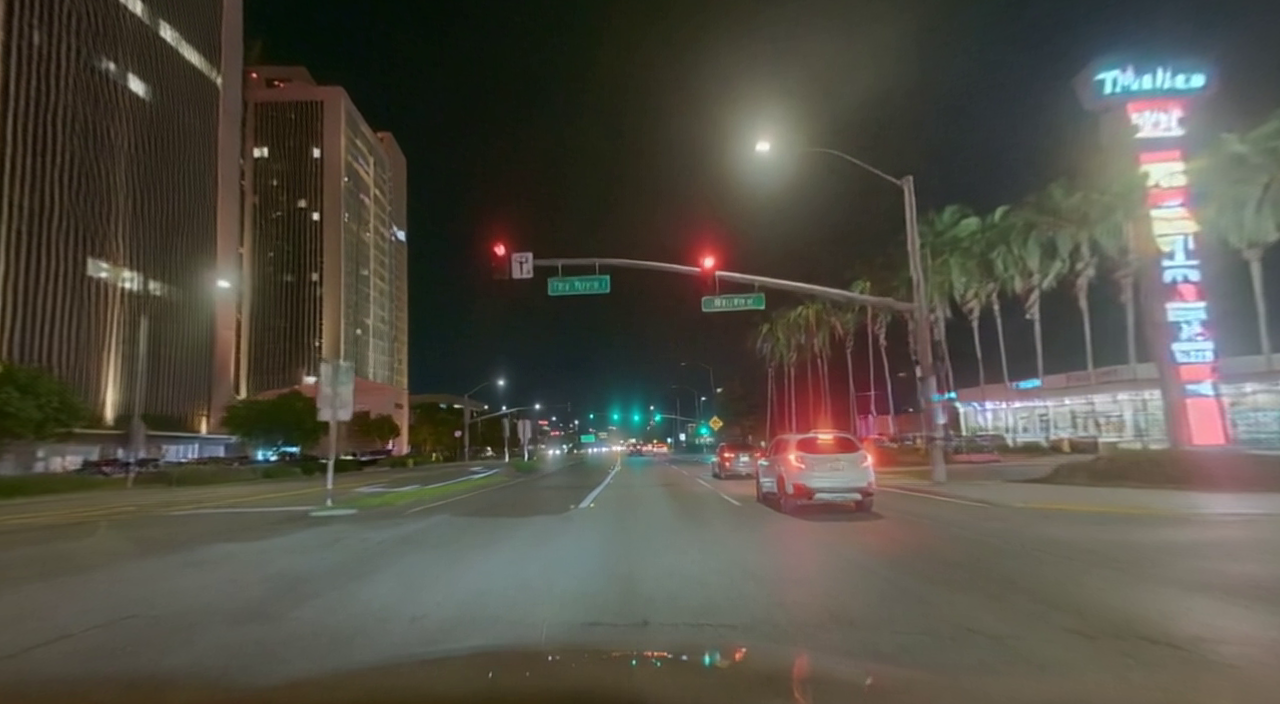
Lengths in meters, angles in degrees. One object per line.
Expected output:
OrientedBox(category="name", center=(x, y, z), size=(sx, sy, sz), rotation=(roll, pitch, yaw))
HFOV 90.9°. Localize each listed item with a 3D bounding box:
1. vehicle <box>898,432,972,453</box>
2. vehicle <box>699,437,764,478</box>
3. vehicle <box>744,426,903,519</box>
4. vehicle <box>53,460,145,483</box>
OrientedBox(category="vehicle", center=(22.040, 6.790, 47.160), size=(4.532, 1.477, 1.914), rotation=(-1, -8, 3))
OrientedBox(category="vehicle", center=(3.542, 4.199, 25.331), size=(1.870, 1.467, 4.800), rotation=(0, -8, 0))
OrientedBox(category="vehicle", center=(3.431, 2.329, 12.698), size=(1.931, 1.534, 4.126), rotation=(0, -8, 0))
OrientedBox(category="vehicle", center=(-37.758, 8.353, 44.050), size=(4.648, 1.484, 1.908), rotation=(0, -8, 0))
